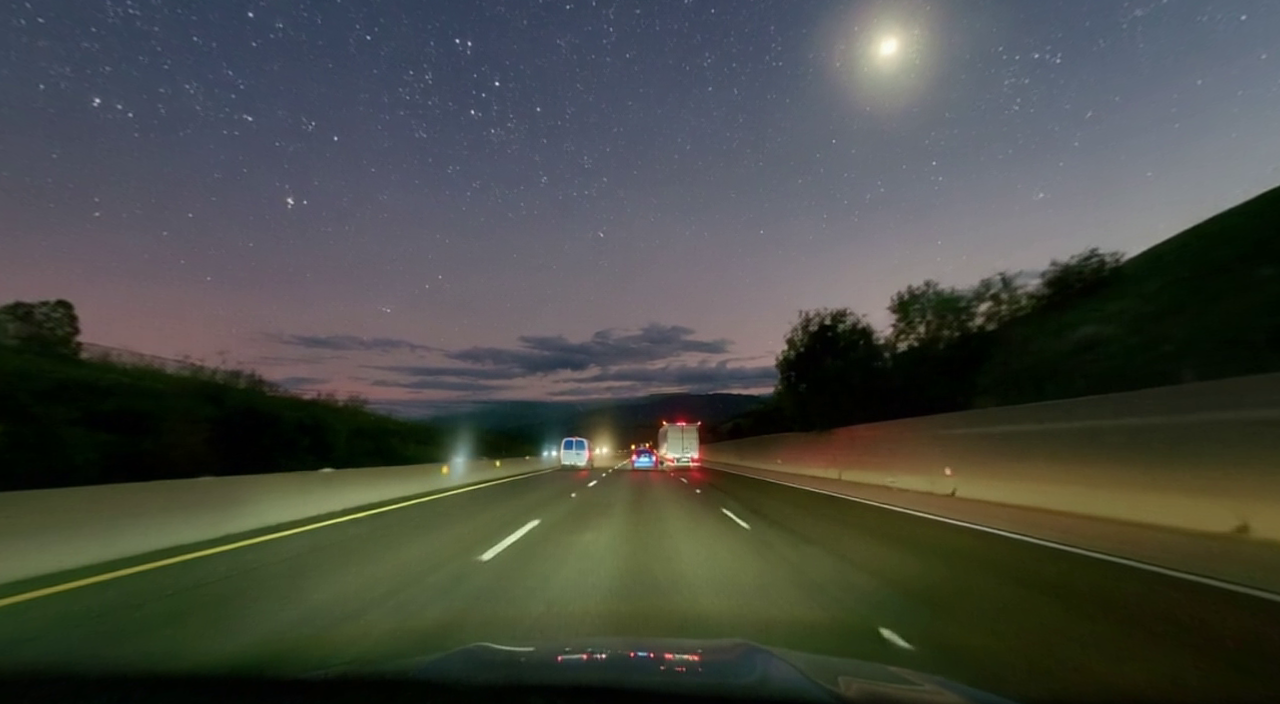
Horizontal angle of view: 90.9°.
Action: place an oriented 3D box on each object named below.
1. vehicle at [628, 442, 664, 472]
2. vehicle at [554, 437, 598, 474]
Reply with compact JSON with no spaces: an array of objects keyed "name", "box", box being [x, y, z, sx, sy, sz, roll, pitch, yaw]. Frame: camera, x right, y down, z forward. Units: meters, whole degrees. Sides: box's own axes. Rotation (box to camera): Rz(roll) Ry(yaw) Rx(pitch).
[{"name":"vehicle","box":[0.377,6.683,40.203,2.166,1.747,4.299,0,-9,1]},{"name":"vehicle","box":[-3.681,6.036,37.032,1.955,2.004,4.792,-1,-9,1]}]
